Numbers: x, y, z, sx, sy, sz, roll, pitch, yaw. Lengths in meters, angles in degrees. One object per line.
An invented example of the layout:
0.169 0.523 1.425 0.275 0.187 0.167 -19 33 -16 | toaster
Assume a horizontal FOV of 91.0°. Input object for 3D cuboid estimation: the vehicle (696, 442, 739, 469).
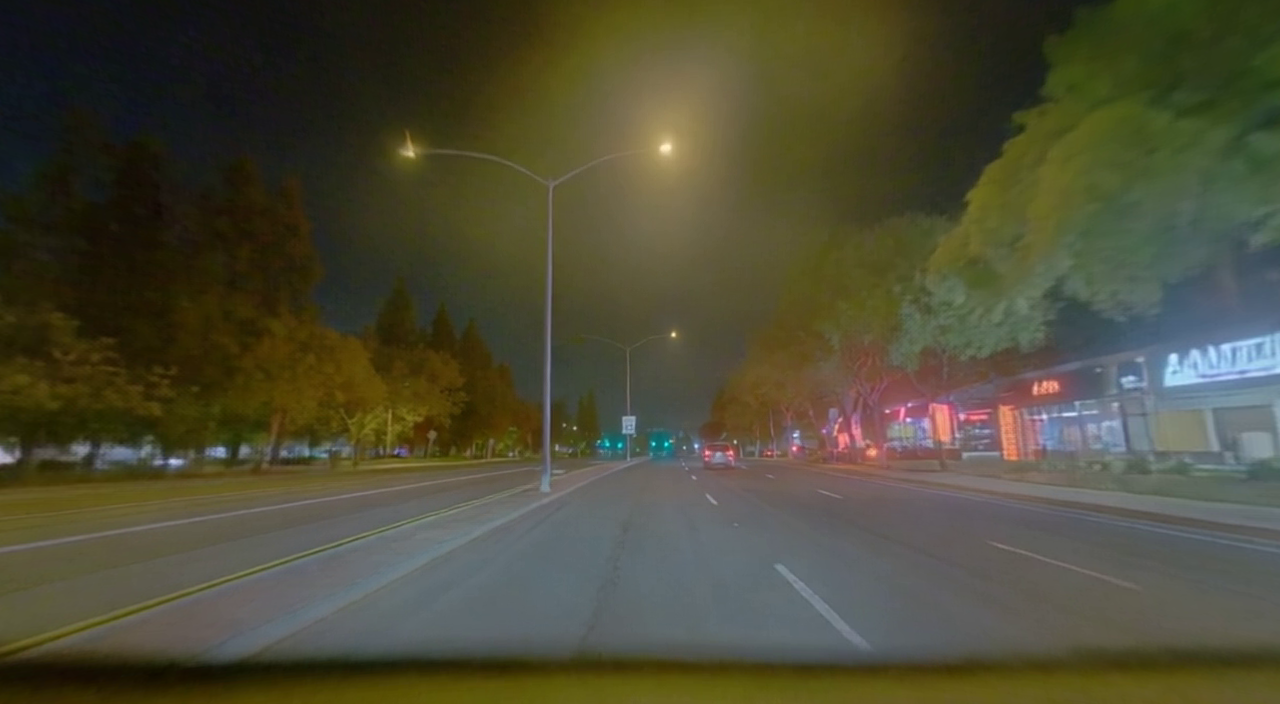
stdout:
4.463 6.044 37.010 2.015 1.479 4.444 0 -9 0 | vehicle
